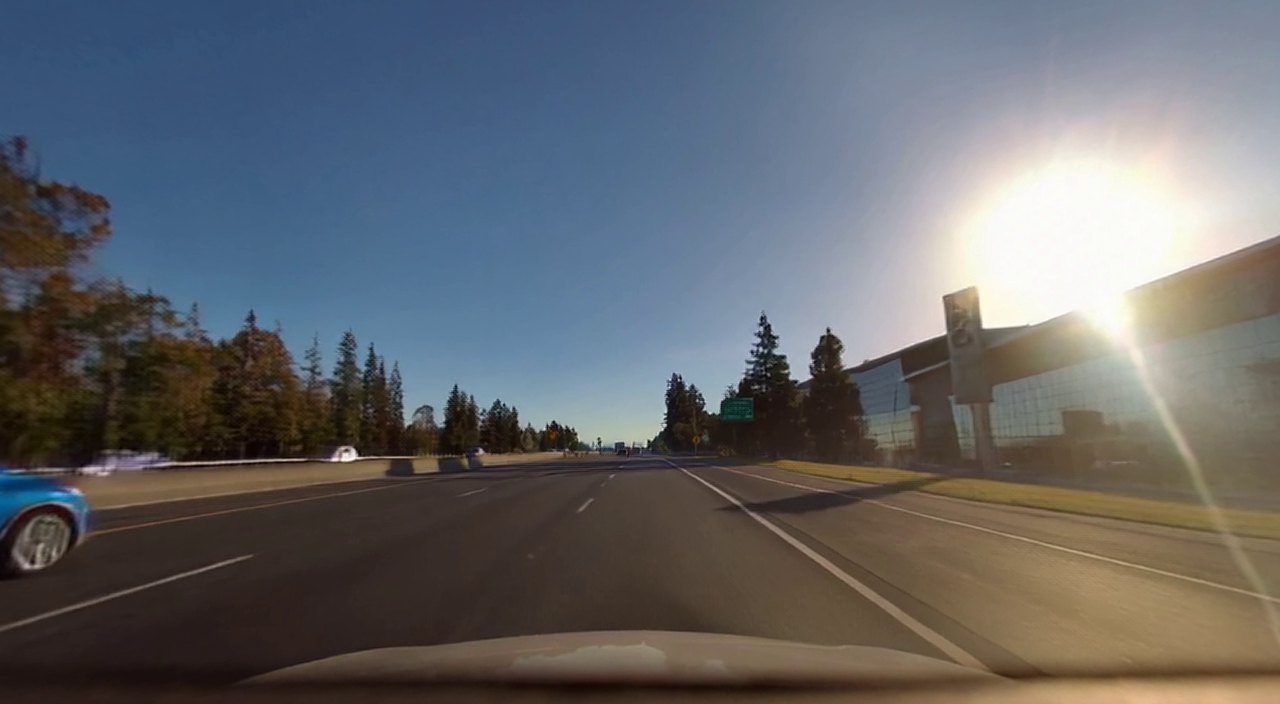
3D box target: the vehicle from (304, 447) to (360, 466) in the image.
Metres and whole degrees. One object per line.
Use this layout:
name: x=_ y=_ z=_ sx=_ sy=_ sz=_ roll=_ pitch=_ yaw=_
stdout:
vehicle: x=-23.836 y=8.105 z=49.016 sx=2.044 sy=1.299 sz=4.440 roll=-1 pitch=-8 yaw=1

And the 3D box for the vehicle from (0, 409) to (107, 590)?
vehicle: x=-7.191 y=1.235 z=4.787 sx=2.148 sy=1.709 sz=4.678 roll=0 pitch=-8 yaw=0
